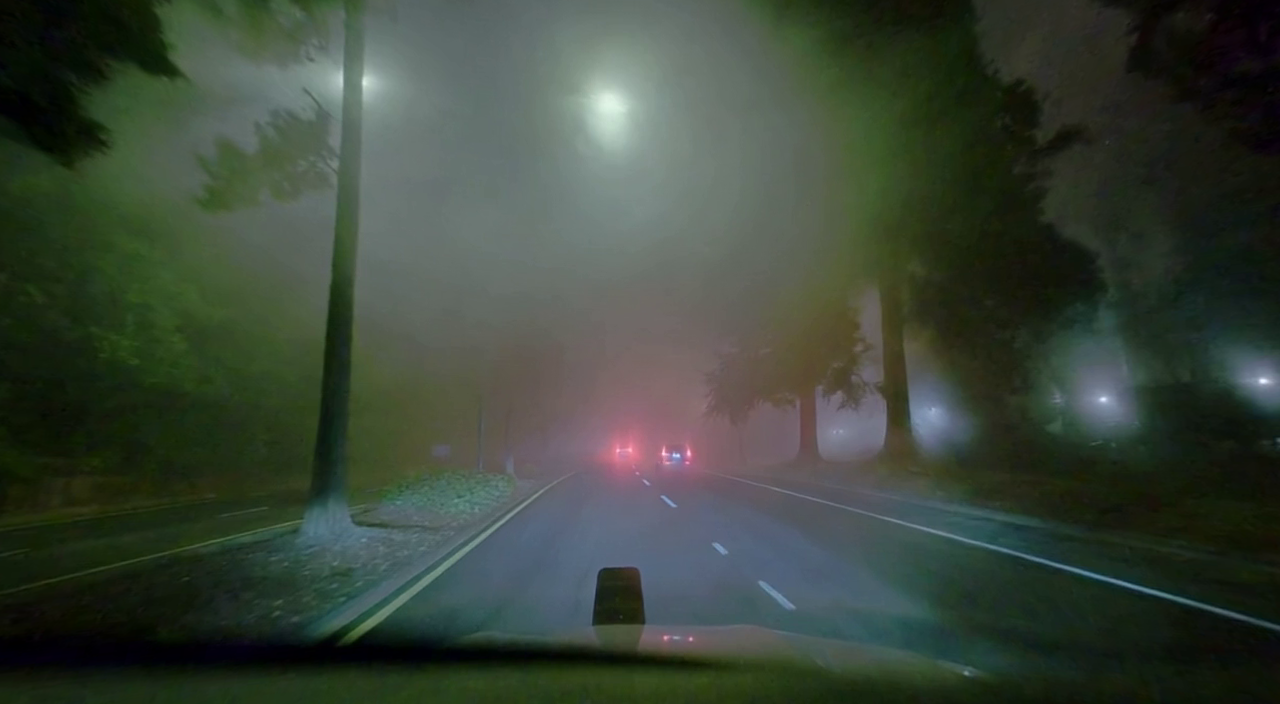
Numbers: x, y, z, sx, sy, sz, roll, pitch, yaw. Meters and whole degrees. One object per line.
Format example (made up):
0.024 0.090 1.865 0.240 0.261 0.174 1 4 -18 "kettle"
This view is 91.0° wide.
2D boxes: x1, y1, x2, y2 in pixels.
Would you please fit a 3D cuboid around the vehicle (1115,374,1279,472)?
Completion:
21.970 2.698 23.097 2.286 3.163 8.614 0 -8 0 "vehicle"

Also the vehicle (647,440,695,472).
1.544 5.390 32.915 2.044 1.537 4.528 0 -8 -3 "vehicle"
